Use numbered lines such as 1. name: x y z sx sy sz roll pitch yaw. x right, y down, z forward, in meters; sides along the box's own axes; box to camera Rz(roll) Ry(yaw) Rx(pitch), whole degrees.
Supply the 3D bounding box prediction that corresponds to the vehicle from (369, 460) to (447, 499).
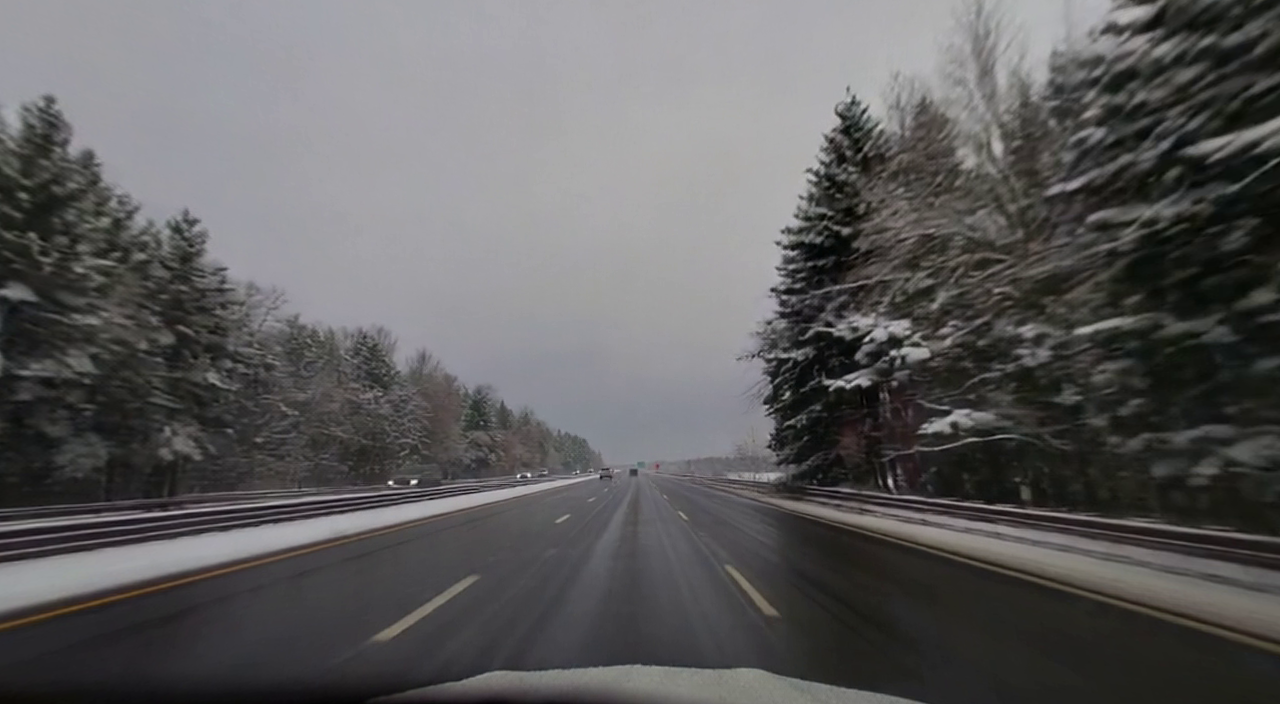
1. vehicle: -13.387 7.401 36.821 2.348 2.065 5.795 1 -11 0
